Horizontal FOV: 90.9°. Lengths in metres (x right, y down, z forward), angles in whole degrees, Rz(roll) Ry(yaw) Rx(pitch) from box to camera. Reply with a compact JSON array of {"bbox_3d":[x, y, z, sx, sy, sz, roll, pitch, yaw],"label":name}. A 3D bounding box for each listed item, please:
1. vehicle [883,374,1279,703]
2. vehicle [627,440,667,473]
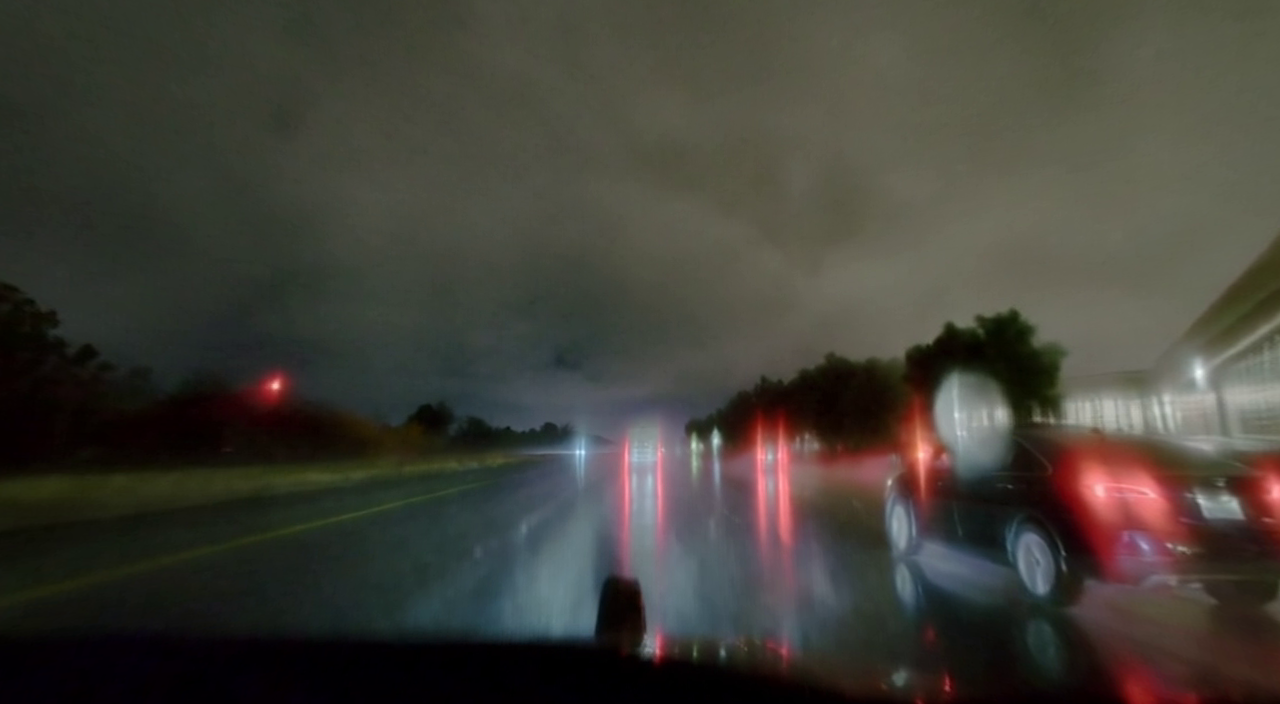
[{"bbox_3d":[4.123,1.268,5.517,2.008,1.595,5.082,0,-9,1],"label":"vehicle"},{"bbox_3d":[0.337,5.651,34.094,2.015,1.639,4.086,0,-9,0],"label":"vehicle"}]
